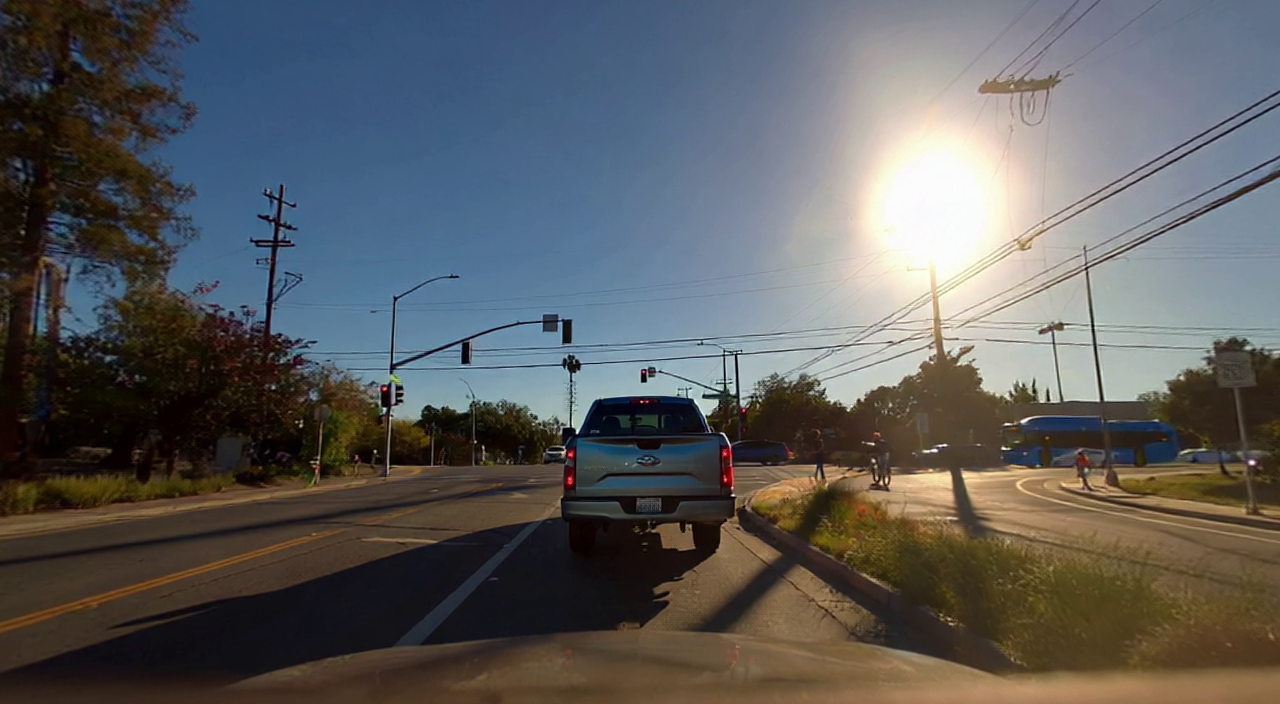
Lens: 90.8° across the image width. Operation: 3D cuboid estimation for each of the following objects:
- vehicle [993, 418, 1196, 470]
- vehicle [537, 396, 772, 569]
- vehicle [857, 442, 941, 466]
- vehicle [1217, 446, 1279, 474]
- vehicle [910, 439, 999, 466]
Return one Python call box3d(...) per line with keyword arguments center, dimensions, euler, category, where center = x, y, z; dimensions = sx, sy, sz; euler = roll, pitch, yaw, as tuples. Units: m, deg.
box3d(center=(29.396, 5.986, 41.251), dimensions=(10.726, 3.128, 3.003), euler=(-1, -8, 1), category="vehicle")
box3d(center=(0.119, 1.904, 10.116), dimensions=(2.707, 1.964, 5.485), euler=(0, -8, -1), category="vehicle")
box3d(center=(16.823, 6.633, 41.212), dimensions=(4.578, 1.490, 1.935), euler=(-1, -8, 3), category="vehicle")
box3d(center=(41.378, 7.004, 41.266), dimensions=(5.426, 1.728, 1.999), euler=(0, -8, -2), category="vehicle")
box3d(center=(22.560, 7.217, 45.448), dimensions=(5.235, 1.878, 2.107), euler=(0, -8, -2), category="vehicle")
